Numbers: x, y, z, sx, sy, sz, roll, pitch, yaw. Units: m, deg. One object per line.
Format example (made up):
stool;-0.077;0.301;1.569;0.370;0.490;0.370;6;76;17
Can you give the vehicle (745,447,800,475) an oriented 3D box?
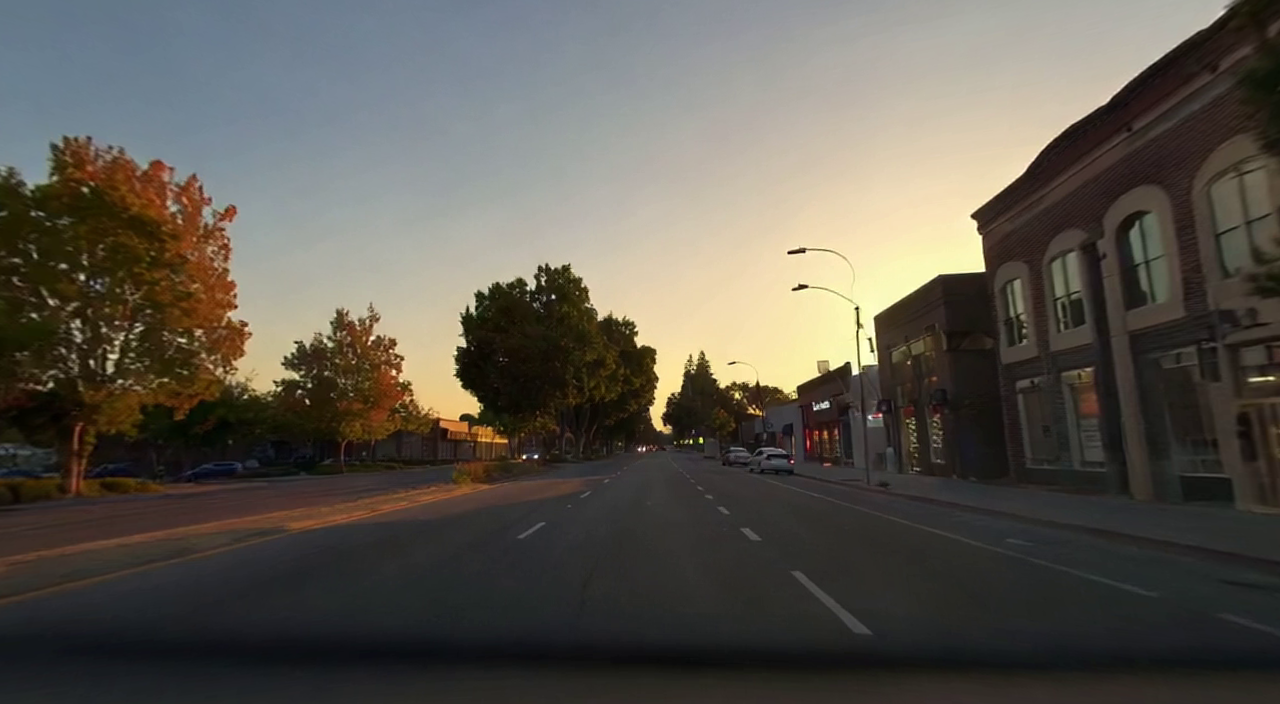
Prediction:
vehicle;7.591;6.247;36.560;2.119;1.458;4.965;1;-9;0

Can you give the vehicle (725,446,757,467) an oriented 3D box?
vehicle;7.931;8.255;50.000;1.923;1.498;4.676;0;-9;2
